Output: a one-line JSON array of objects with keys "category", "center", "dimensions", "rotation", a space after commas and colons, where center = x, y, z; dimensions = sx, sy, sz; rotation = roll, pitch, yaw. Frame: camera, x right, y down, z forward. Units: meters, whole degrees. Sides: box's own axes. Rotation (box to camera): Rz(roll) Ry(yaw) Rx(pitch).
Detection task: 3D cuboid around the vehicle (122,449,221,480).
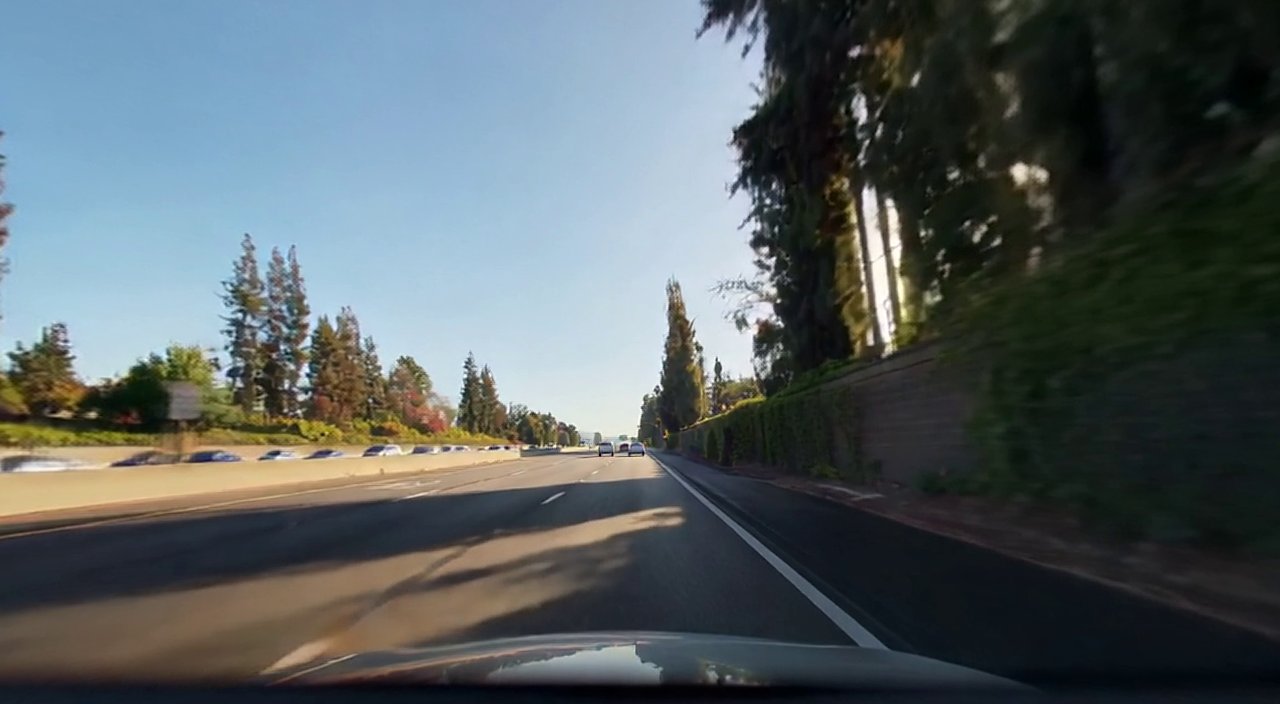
[{"category": "vehicle", "center": [-25.970, 6.230, 35.153], "dimensions": [1.949, 1.620, 4.581], "rotation": [0, -9, 1]}]
